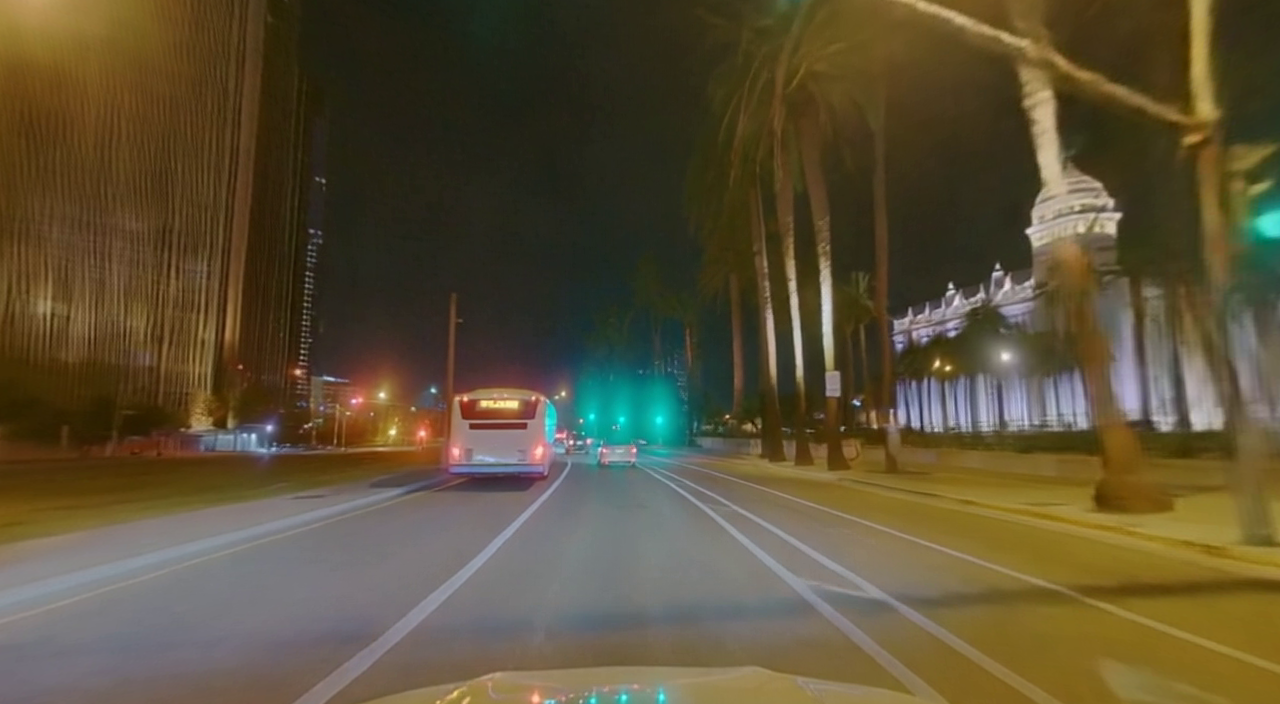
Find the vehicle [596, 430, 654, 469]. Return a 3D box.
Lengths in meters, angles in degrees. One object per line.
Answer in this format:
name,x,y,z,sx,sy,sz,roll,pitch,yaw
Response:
vehicle,-0.711,4.085,26.528,2.107,1.481,4.097,1,-8,-6

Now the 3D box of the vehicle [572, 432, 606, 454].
vehicle,-3.612,6.434,44.392,1.993,1.452,3.873,1,-8,-10

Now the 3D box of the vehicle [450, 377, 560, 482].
vehicle,-4.449,2.820,22.652,2.678,3.042,8.474,0,-8,-4
